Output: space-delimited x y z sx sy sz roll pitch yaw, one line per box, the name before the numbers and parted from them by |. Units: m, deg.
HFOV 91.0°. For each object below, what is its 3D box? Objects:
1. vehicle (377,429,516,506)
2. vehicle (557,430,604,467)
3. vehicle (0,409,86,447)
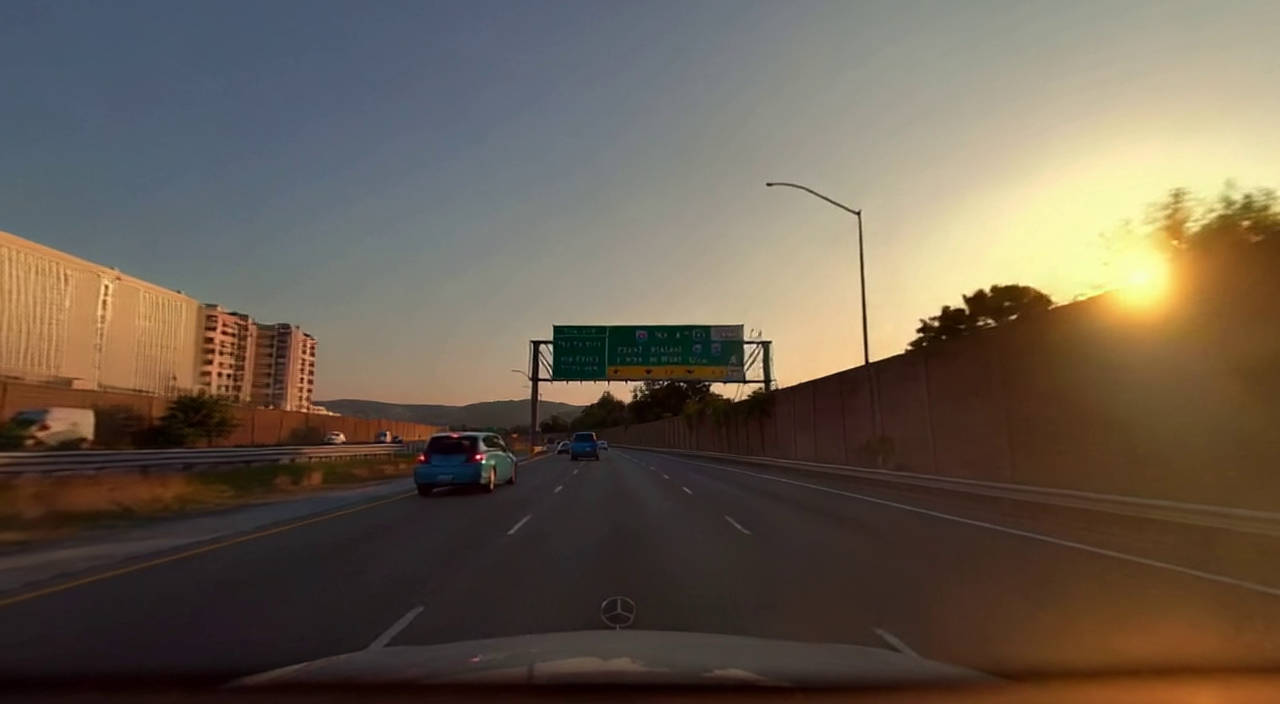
vehicle | -4.369 2.656 14.968 2.045 1.547 4.162 0 -8 -1
vehicle | -3.225 5.365 35.171 2.260 1.901 4.665 0 -8 -1
vehicle | -36.572 4.546 37.900 2.103 2.009 4.997 4 -7 -7
